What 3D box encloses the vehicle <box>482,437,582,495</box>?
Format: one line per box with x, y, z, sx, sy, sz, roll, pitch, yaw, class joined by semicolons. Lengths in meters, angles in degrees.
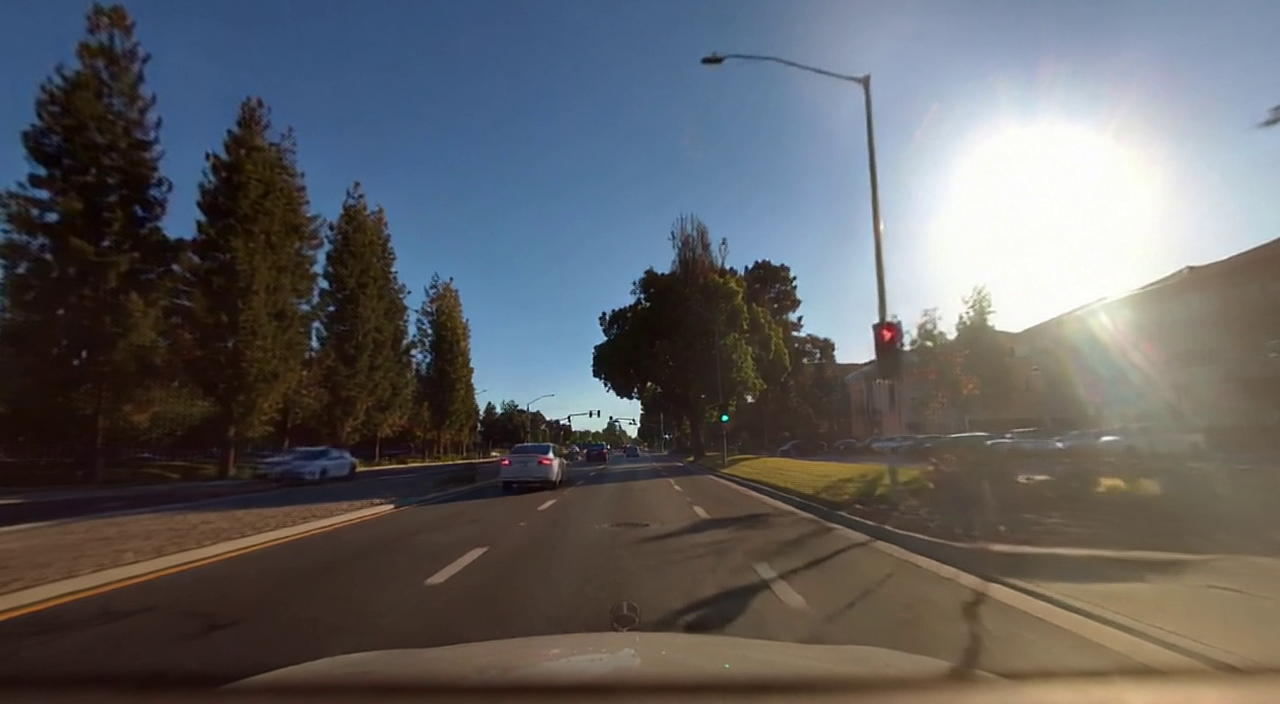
-3.058;3.344;19.010;2.011;1.498;4.914;0;-8;2;vehicle

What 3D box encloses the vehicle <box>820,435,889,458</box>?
16.590;7.317;48.883;4.564;1.663;2.033;1;-9;-9;vehicle

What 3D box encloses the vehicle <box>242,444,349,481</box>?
-14.692;4.716;27.308;2.114;1.429;4.532;0;-8;0;vehicle

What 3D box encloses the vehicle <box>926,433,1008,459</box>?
18.208;5.241;35.251;3.731;1.430;1.640;1;-9;-11;vehicle

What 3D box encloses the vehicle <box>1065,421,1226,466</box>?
19.368;3.562;24.359;4.465;1.587;2.178;0;-11;-7;vehicle
